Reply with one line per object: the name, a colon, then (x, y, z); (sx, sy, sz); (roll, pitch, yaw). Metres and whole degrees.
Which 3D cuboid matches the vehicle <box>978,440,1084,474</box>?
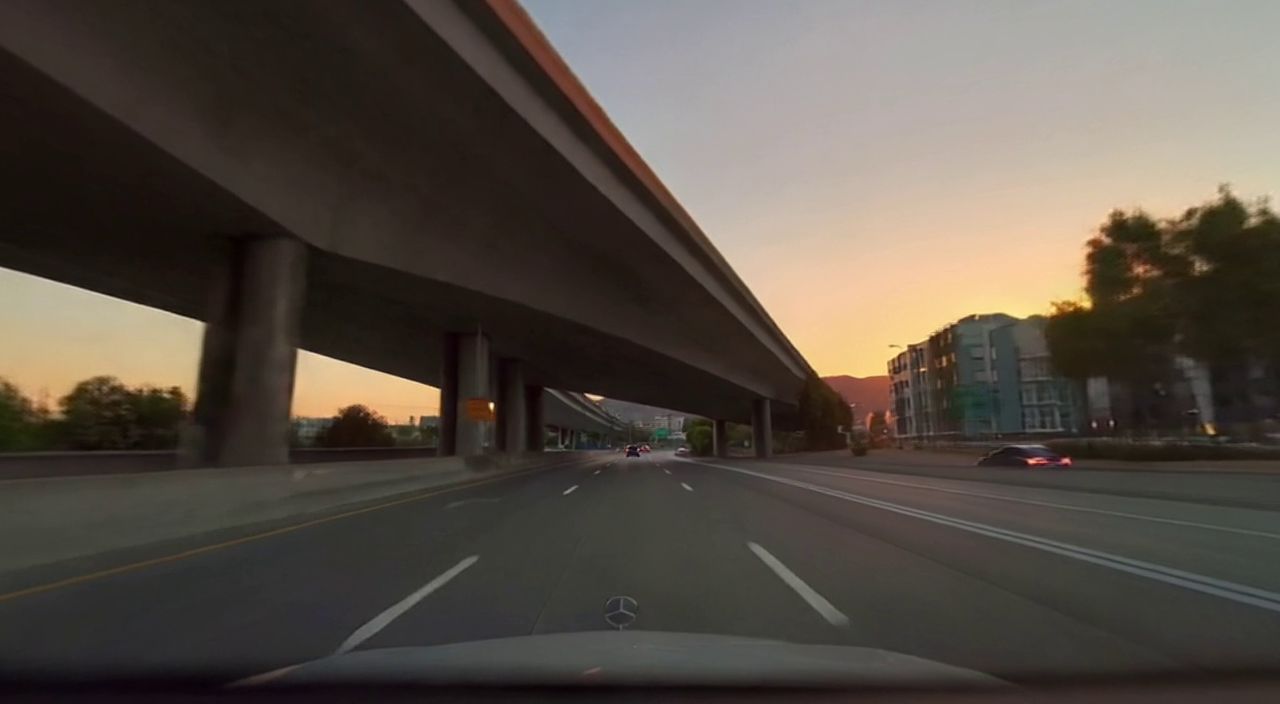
vehicle: (18.266, 4.900, 29.824); (2.059, 1.457, 4.537); (0, -8, -1)
